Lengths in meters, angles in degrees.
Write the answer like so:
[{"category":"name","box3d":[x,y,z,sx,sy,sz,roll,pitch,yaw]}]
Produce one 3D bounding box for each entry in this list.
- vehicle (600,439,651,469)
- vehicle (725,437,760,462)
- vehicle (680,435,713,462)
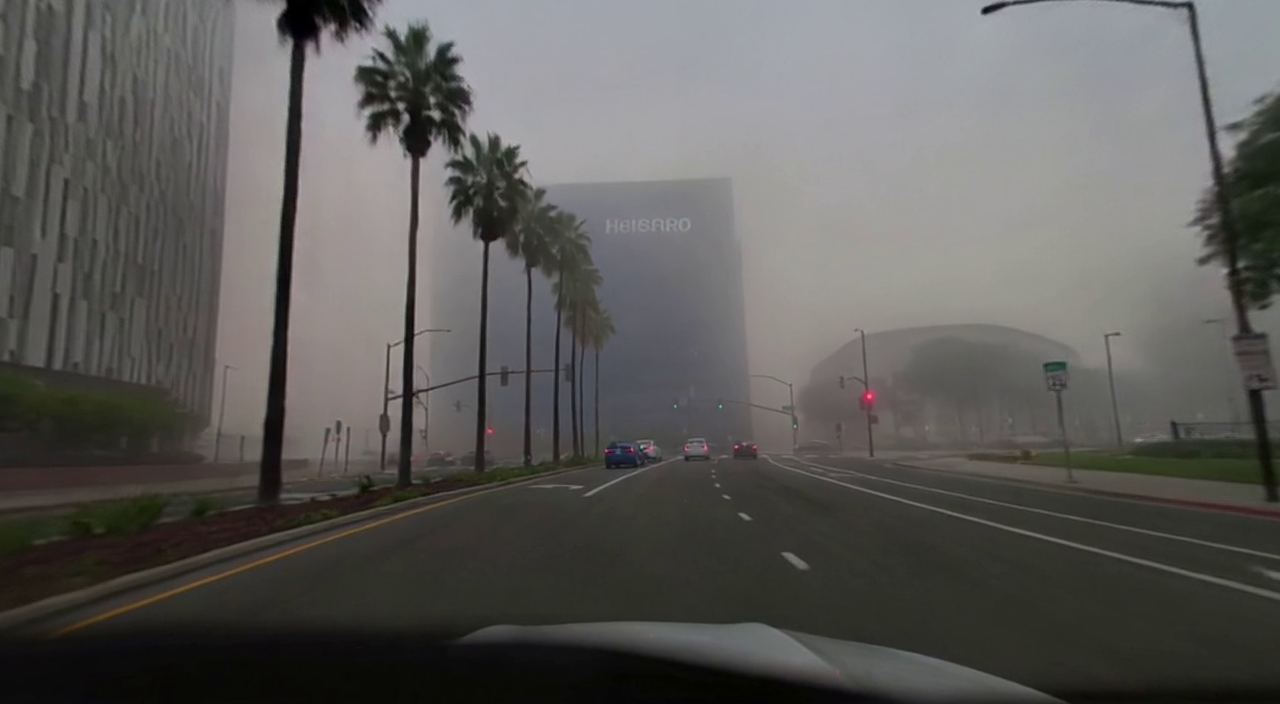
[{"category":"vehicle","box3d":[-0.680,5.395,33.650,1.962,1.480,4.605,-1,-9,9]},{"category":"vehicle","box3d":[6.712,6.410,41.658,1.936,1.567,3.896,-1,-9,5]},{"category":"vehicle","box3d":[3.967,6.671,43.669,2.060,1.730,4.257,-1,-9,8]}]
